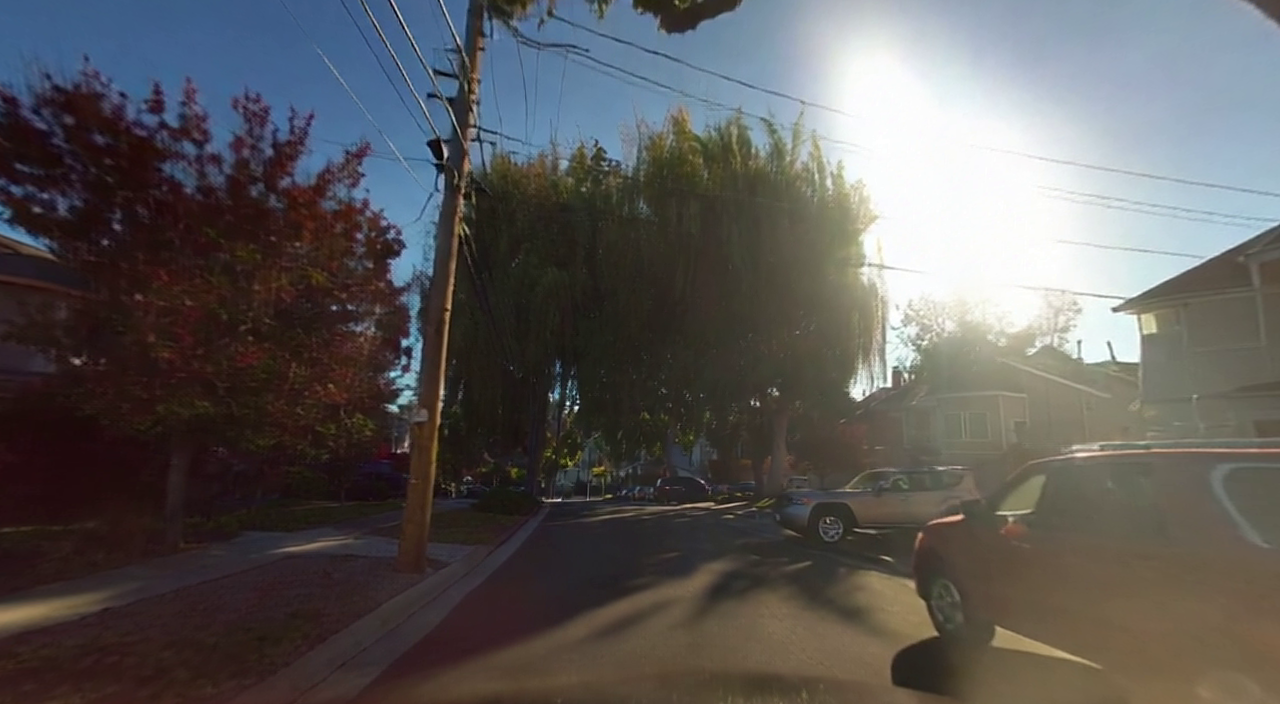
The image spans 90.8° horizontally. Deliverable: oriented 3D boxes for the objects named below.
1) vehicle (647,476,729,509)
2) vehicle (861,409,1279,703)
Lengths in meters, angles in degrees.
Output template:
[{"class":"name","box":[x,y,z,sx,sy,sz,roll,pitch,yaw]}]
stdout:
[{"class":"vehicle","box":[2.759,8.164,36.946,4.413,1.728,1.869,1,-9,-9]},{"class":"vehicle","box":[3.261,1.165,3.368,2.133,1.566,4.737,1,-9,-5]}]
